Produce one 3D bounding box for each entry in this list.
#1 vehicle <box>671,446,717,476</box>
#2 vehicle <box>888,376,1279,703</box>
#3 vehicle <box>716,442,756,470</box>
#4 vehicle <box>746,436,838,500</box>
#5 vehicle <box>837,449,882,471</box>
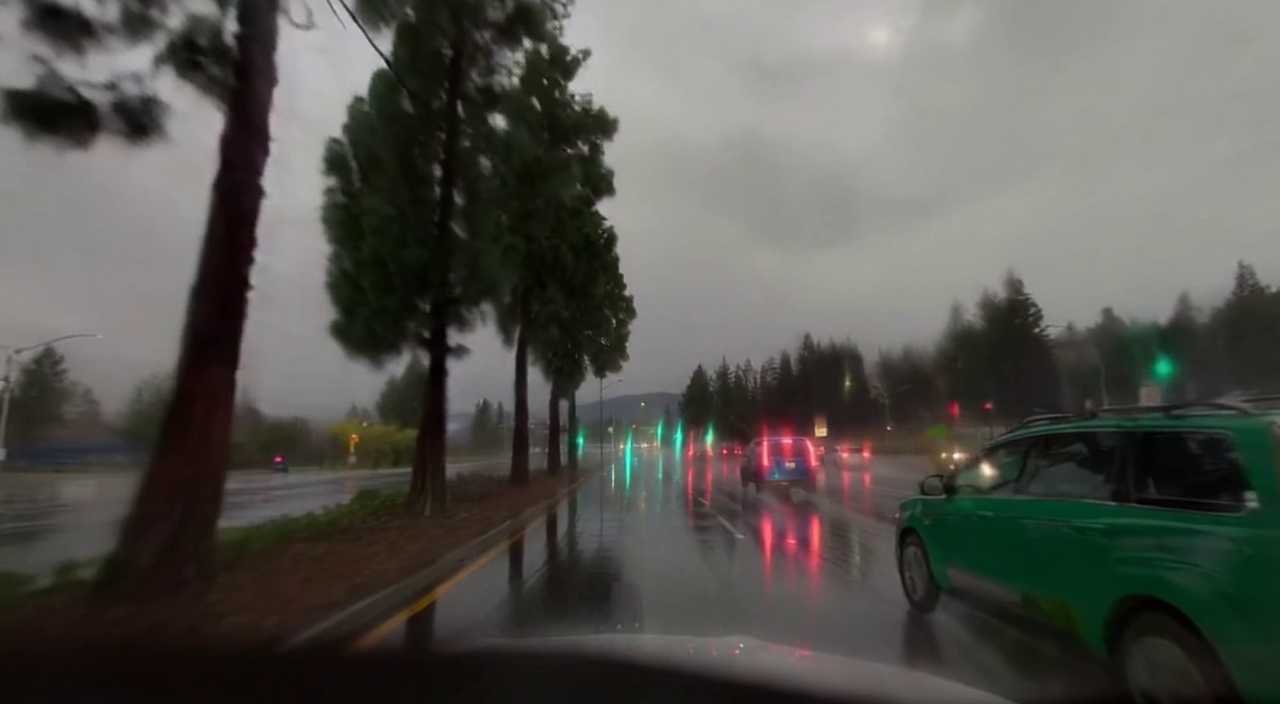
[{"bbox_3d":[2.753,5.688,33.127,1.980,1.484,4.093,0,-8,-1],"label":"vehicle"},{"bbox_3d":[3.162,0.978,2.927,1.932,1.547,4.992,0,-8,-1],"label":"vehicle"},{"bbox_3d":[6.513,7.103,43.195,1.919,1.774,4.720,0,-8,-1],"label":"vehicle"},{"bbox_3d":[4.450,3.438,19.117,2.075,1.698,4.142,-1,-8,5],"label":"vehicle"},{"bbox_3d":[16.035,7.895,46.154,1.815,1.493,4.135,0,-8,1],"label":"vehicle"}]
